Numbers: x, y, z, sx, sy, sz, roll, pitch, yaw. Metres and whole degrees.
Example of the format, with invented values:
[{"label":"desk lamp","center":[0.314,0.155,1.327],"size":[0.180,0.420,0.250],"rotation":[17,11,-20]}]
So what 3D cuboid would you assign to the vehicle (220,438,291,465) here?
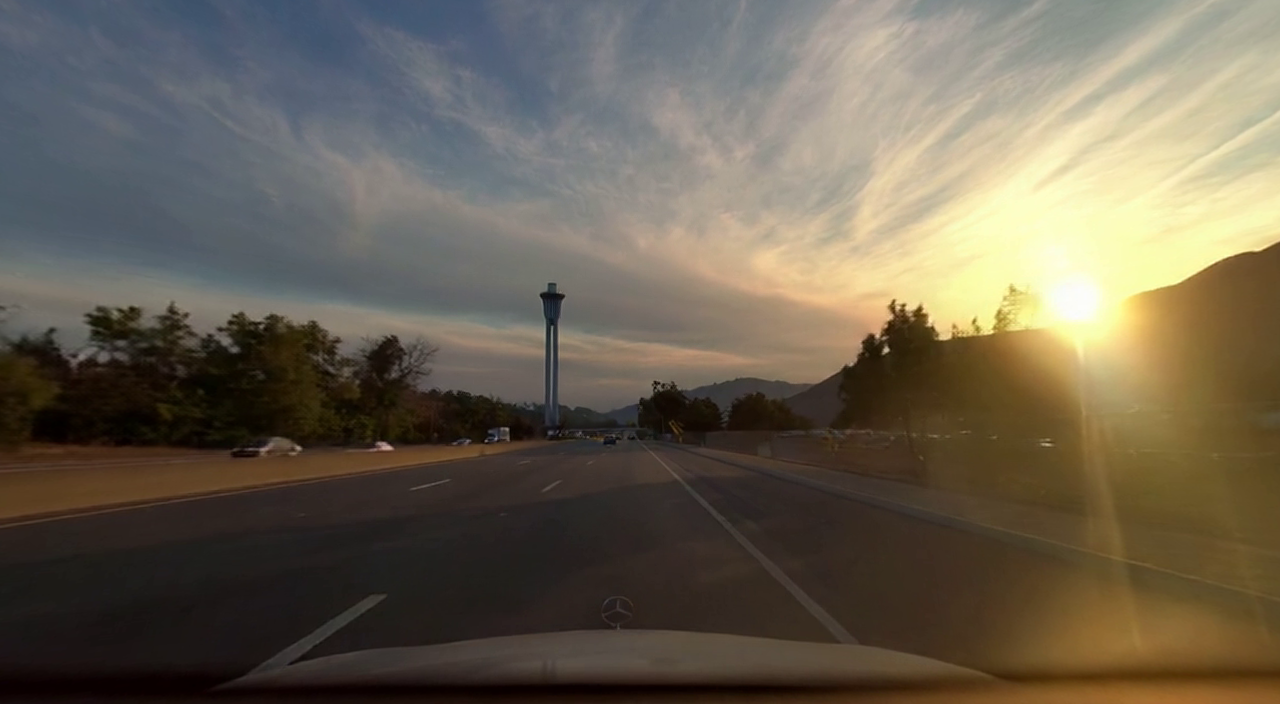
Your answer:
[{"label":"vehicle","center":[-24.771,6.384,40.671],"size":[1.877,1.586,4.313],"rotation":[0,-8,-1]}]
